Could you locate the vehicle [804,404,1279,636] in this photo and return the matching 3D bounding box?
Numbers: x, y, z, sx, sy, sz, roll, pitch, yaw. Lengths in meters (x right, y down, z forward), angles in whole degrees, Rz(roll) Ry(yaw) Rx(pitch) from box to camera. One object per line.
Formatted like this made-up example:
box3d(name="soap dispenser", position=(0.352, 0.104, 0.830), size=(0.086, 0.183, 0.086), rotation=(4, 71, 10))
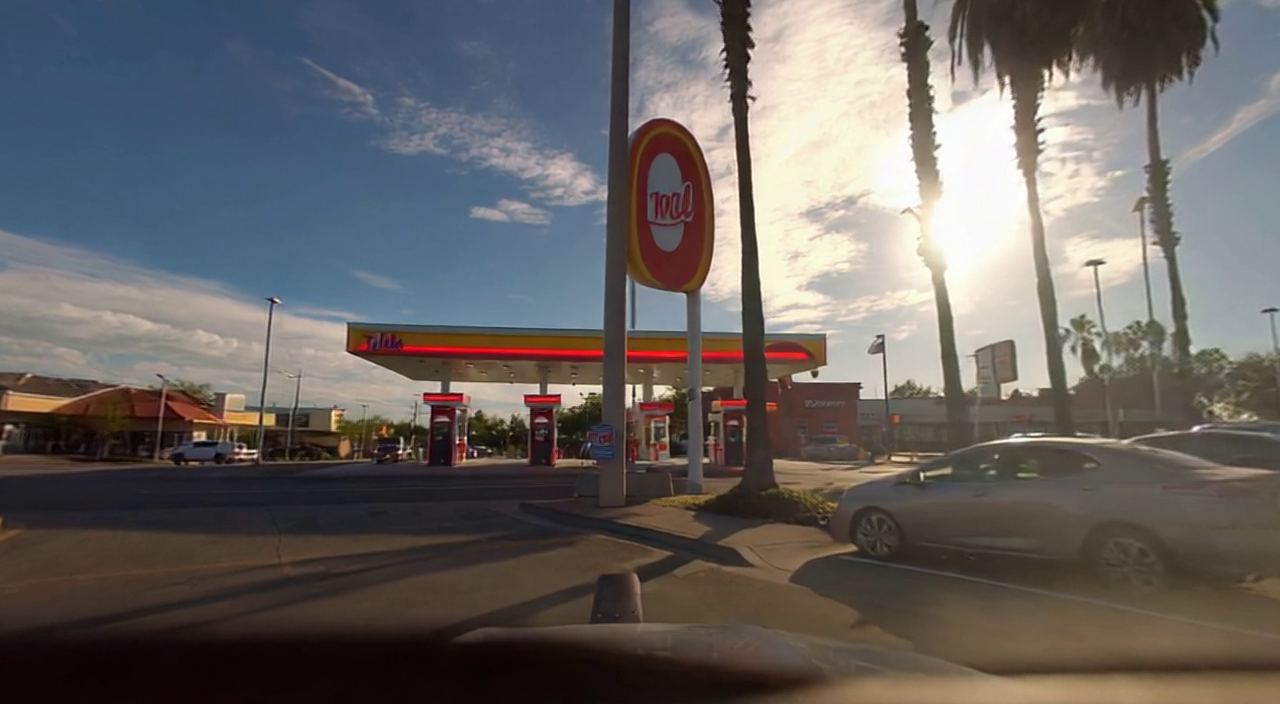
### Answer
box3d(name="vehicle", position=(4.032, 1.398, 6.146), size=(1.937, 1.490, 4.564), rotation=(5, -10, -32))
